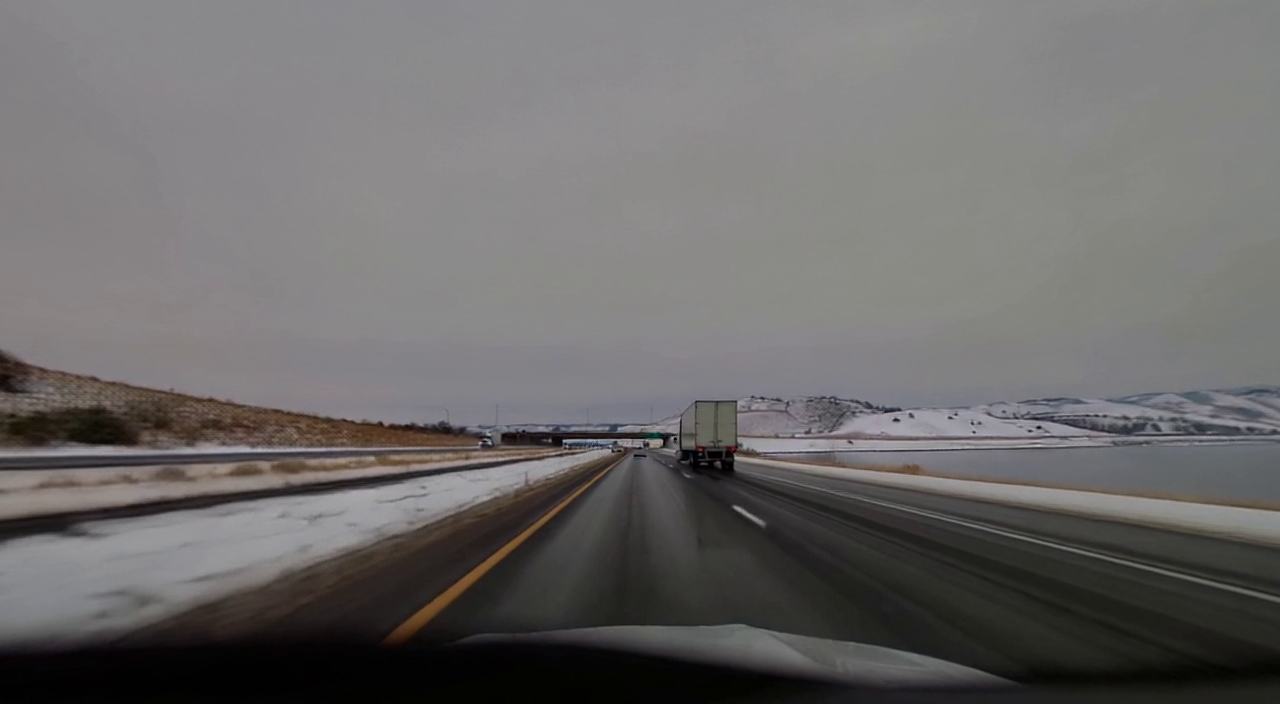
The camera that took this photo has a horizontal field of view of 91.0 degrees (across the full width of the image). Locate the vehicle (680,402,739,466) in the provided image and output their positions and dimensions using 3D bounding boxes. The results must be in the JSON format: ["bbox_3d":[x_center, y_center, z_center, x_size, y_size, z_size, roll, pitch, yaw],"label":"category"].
[{"bbox_3d":[4.808,6.212,46.566,3.035,4.005,13.454,0,-9,1],"label":"vehicle"}]
